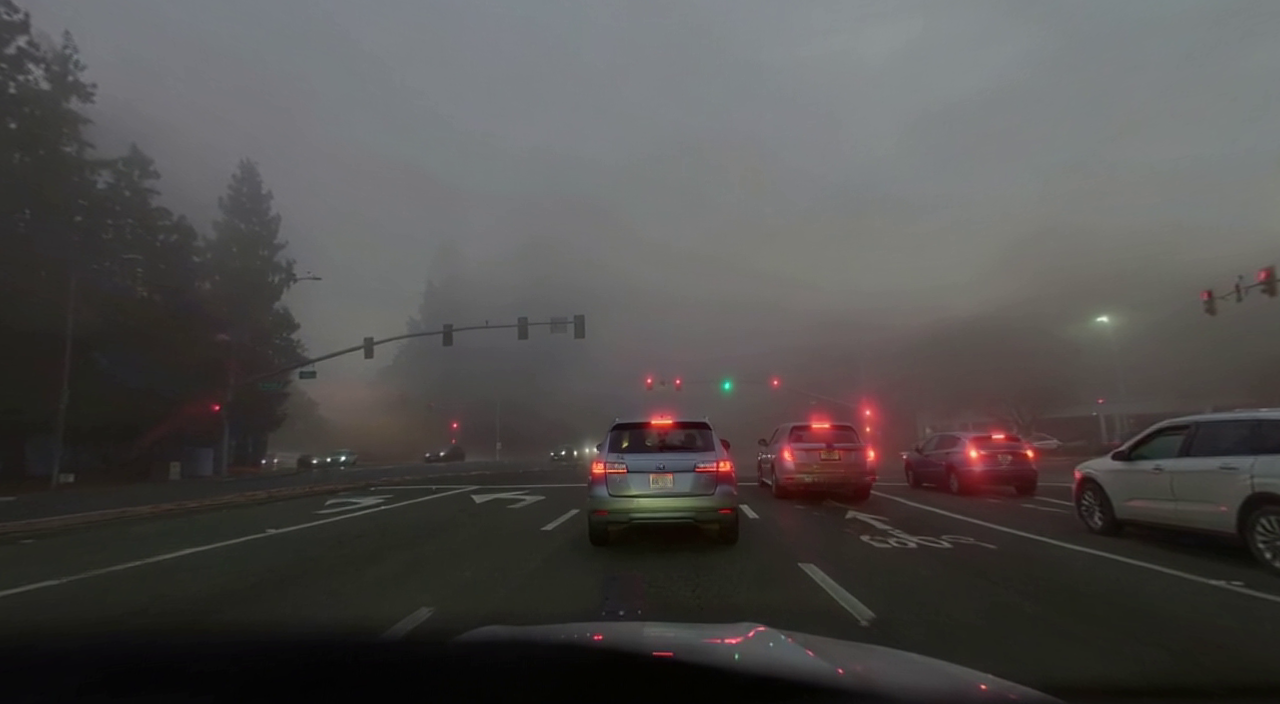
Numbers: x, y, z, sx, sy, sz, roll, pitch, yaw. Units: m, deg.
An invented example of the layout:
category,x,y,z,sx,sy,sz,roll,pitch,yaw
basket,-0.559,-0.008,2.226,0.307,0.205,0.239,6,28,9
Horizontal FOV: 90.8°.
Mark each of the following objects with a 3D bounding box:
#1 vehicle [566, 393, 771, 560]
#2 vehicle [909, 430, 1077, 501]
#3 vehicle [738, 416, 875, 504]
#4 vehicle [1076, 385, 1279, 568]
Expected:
category,x,y,z,sx,sy,sz,roll,pitch,yaw
vehicle,0.274,1.667,9.021,2.211,1.795,4.179,0,-9,-1
vehicle,8.318,2.707,15.438,1.862,1.471,4.297,-1,-9,4
vehicle,3.775,2.574,15.351,2.188,1.774,4.646,-1,-9,2
vehicle,7.373,1.324,6.900,2.074,1.791,4.393,0,-9,1
